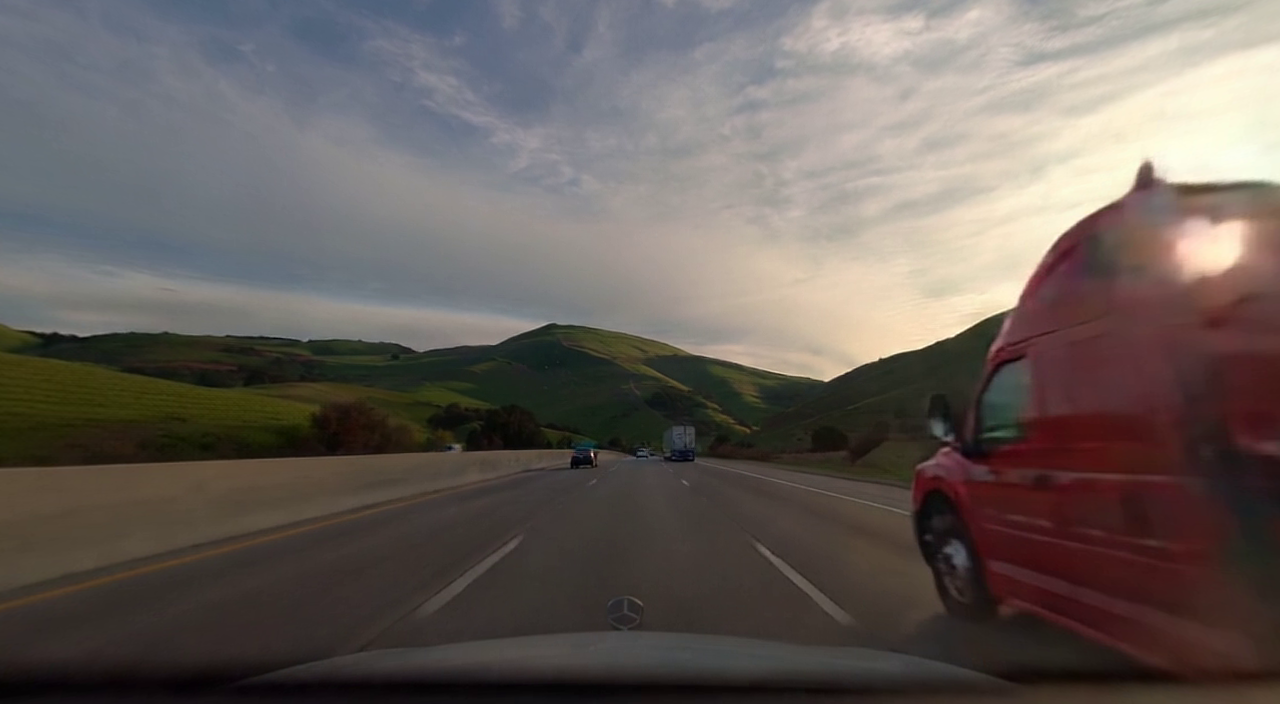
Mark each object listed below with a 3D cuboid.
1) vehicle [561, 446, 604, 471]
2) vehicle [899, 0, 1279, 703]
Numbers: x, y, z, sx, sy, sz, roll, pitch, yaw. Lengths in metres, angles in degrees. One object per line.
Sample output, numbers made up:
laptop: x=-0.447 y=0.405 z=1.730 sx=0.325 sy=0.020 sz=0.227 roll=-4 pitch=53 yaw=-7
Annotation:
vehicle: x=-3.502 y=6.605 z=39.310 sx=2.060 sy=1.475 sz=5.314 roll=0 pitch=-9 yaw=1
vehicle: x=4.013 y=-0.302 z=2.610 sx=2.999 sy=4.023 sz=6.337 roll=0 pitch=-9 yaw=-1
